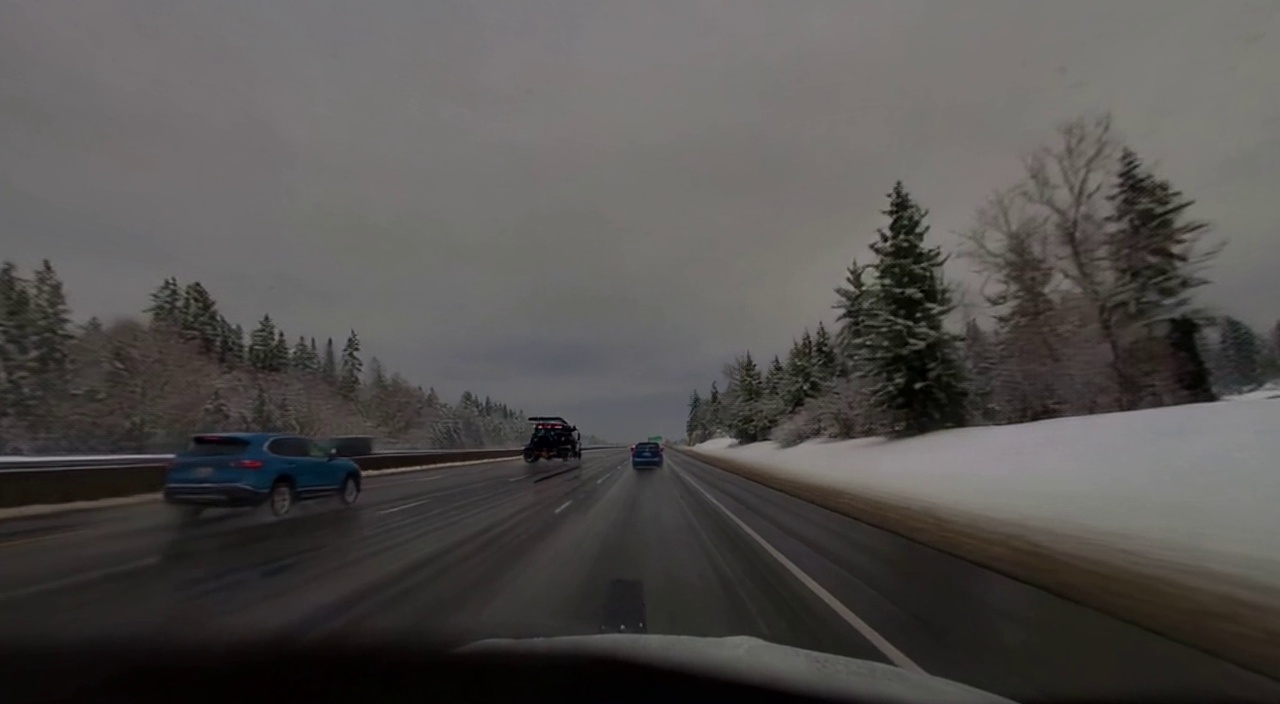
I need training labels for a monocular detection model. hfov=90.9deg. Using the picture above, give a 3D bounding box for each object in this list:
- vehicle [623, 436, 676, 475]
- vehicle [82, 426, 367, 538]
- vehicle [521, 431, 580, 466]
[{"bbox_3d":[0.478,4.898,30.057,2.336,1.722,4.212,0,-8,1],"label":"vehicle"},{"bbox_3d":[-7.176,2.262,11.683,2.115,1.644,4.513,0,-8,1],"label":"vehicle"},{"bbox_3d":[-6.115,6.734,44.217,2.827,2.236,7.057,0,-8,2],"label":"vehicle"}]
